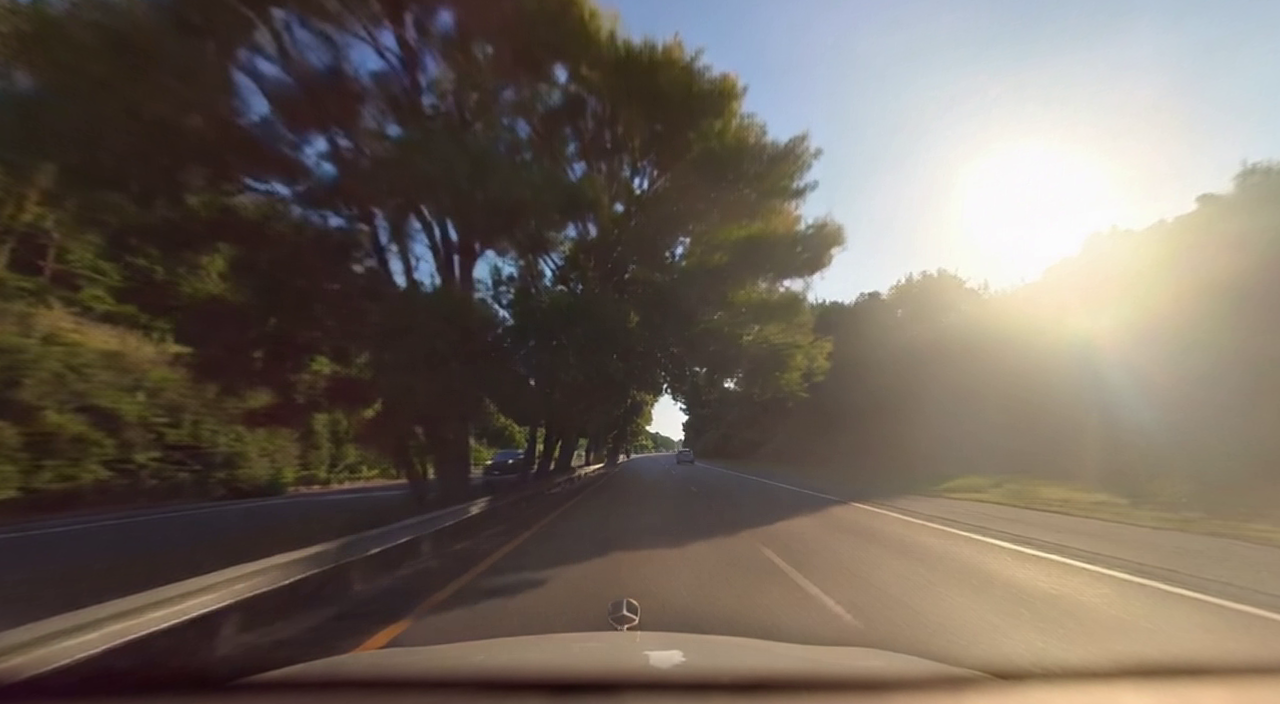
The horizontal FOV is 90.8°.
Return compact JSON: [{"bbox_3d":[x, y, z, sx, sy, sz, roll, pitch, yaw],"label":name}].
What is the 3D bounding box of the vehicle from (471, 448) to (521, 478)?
[{"bbox_3d":[-9.220,7.156,40.922,2.177,1.747,4.436,0,-8,0],"label":"vehicle"}]
